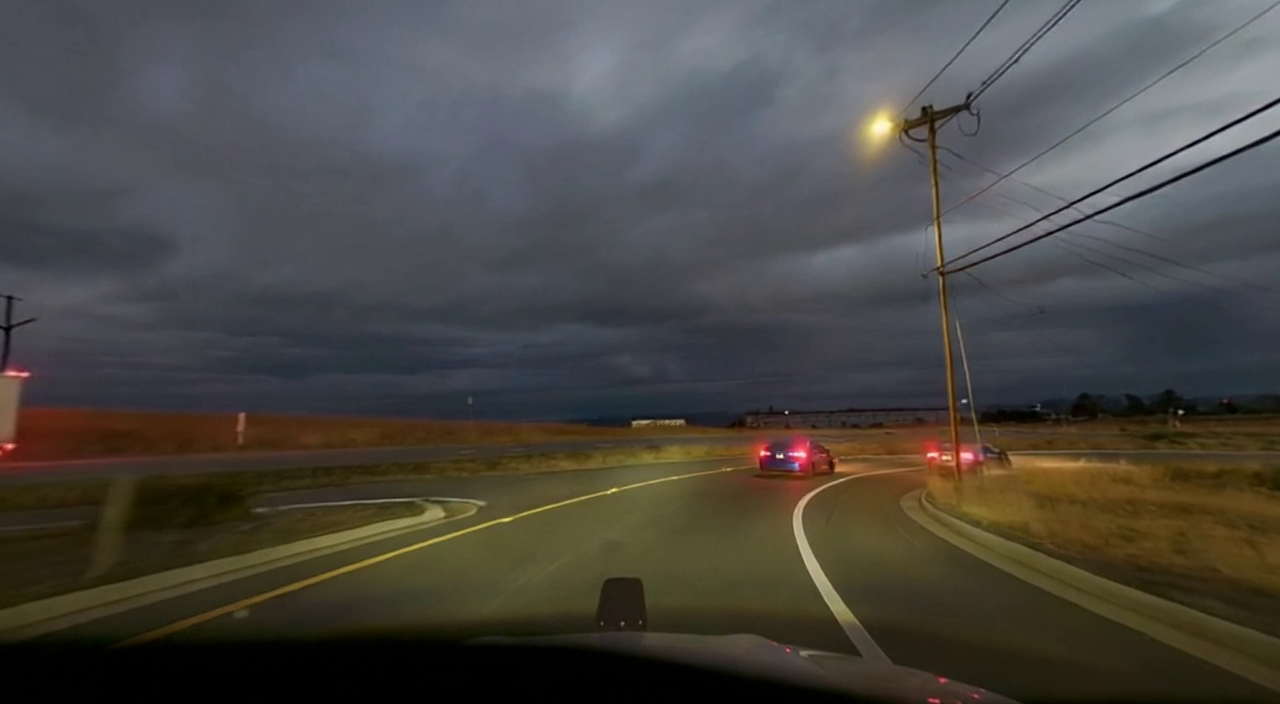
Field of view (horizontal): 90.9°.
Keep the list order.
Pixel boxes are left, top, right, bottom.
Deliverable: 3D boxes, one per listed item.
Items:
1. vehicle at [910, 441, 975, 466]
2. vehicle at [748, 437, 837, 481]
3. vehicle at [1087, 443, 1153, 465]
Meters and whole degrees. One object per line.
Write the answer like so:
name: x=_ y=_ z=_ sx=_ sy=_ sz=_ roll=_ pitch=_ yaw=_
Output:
vehicle: x=18.628 y=6.224 z=38.764 sx=4.307 sy=1.465 sz=1.836 roll=7 pitch=-11 yaw=-39
vehicle: x=5.620 y=3.815 z=22.821 sx=2.026 sy=1.407 sz=4.374 roll=-5 pitch=-10 yaw=28
vehicle: x=36.081 y=7.672 z=47.434 sx=4.102 sy=1.552 sz=1.931 roll=3 pitch=-9 yaw=-20
